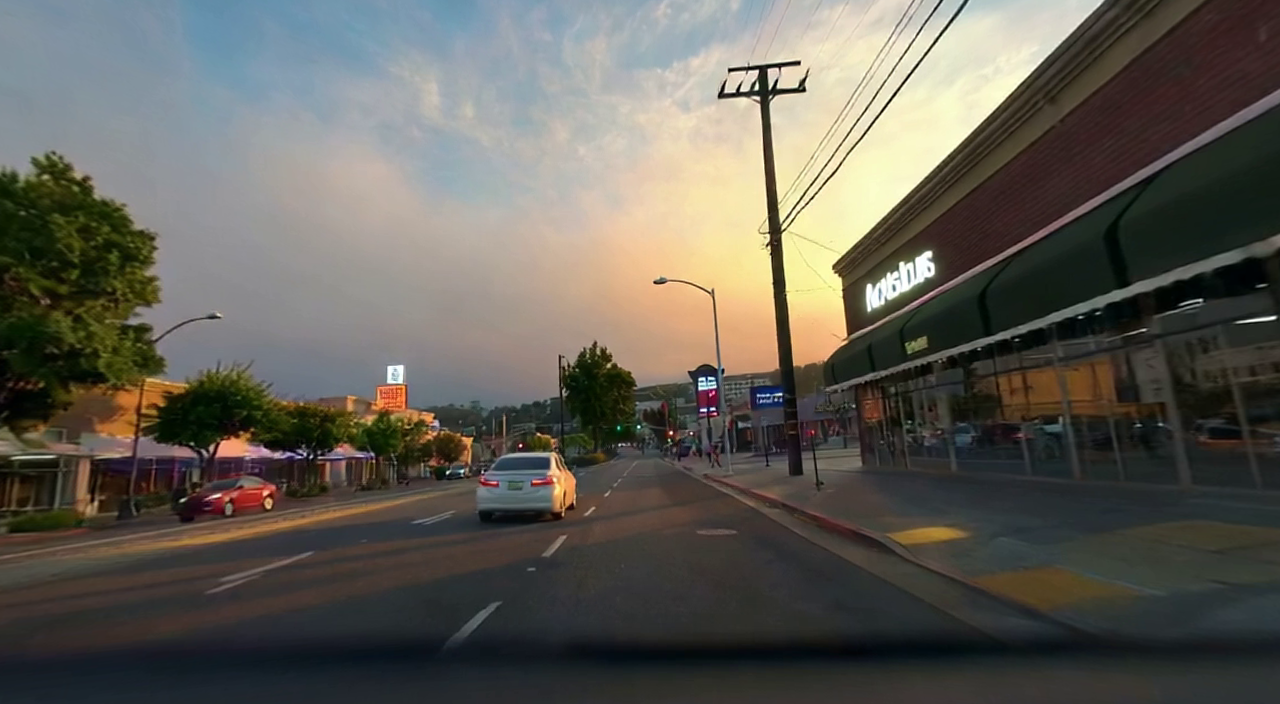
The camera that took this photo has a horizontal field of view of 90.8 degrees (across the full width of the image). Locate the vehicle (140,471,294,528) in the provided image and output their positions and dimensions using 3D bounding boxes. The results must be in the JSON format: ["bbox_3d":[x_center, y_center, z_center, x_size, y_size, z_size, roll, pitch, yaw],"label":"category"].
[{"bbox_3d":[-13.677,4.750,20.825,1.922,1.481,4.441,-1,-9,1],"label":"vehicle"}]

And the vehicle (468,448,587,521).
[{"bbox_3d":[-2.448,2.998,14.849,1.977,1.451,4.032,-1,-9,1],"label":"vehicle"}]
